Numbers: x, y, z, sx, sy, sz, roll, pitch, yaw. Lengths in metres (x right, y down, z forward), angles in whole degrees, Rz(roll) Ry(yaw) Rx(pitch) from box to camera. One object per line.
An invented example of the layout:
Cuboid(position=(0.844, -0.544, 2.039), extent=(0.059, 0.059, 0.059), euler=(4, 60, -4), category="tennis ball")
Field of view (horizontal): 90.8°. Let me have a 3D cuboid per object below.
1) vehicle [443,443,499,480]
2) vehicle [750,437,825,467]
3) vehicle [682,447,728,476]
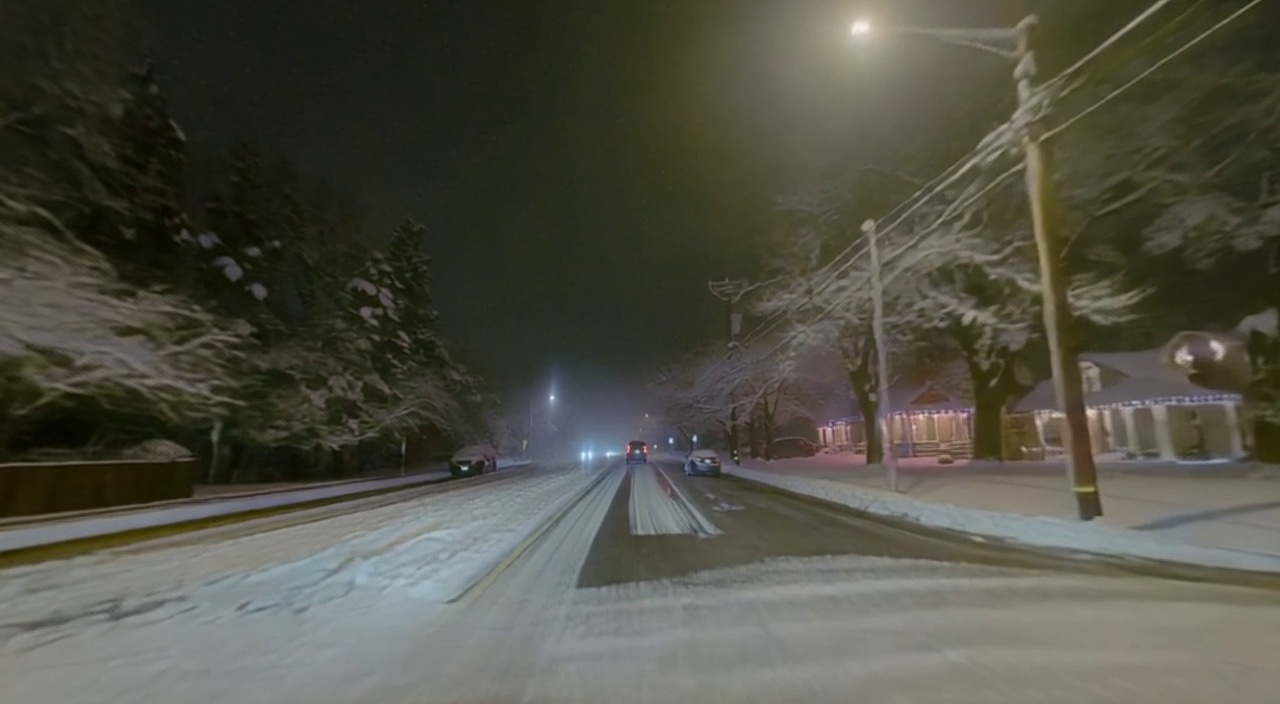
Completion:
Cuboid(position=(-11.144, 7.187, 41.970), extent=(2.111, 2.050, 5.328), euler=(-6, -8, 0), category="vehicle")
Cuboid(position=(10.563, 7.196, 45.433), extent=(4.709, 1.743, 1.965), euler=(-3, -8, -8), category="vehicle")
Cuboid(position=(3.740, 6.408, 37.197), extent=(2.167, 1.535, 4.464), euler=(0, -8, -1), category="vehicle")
